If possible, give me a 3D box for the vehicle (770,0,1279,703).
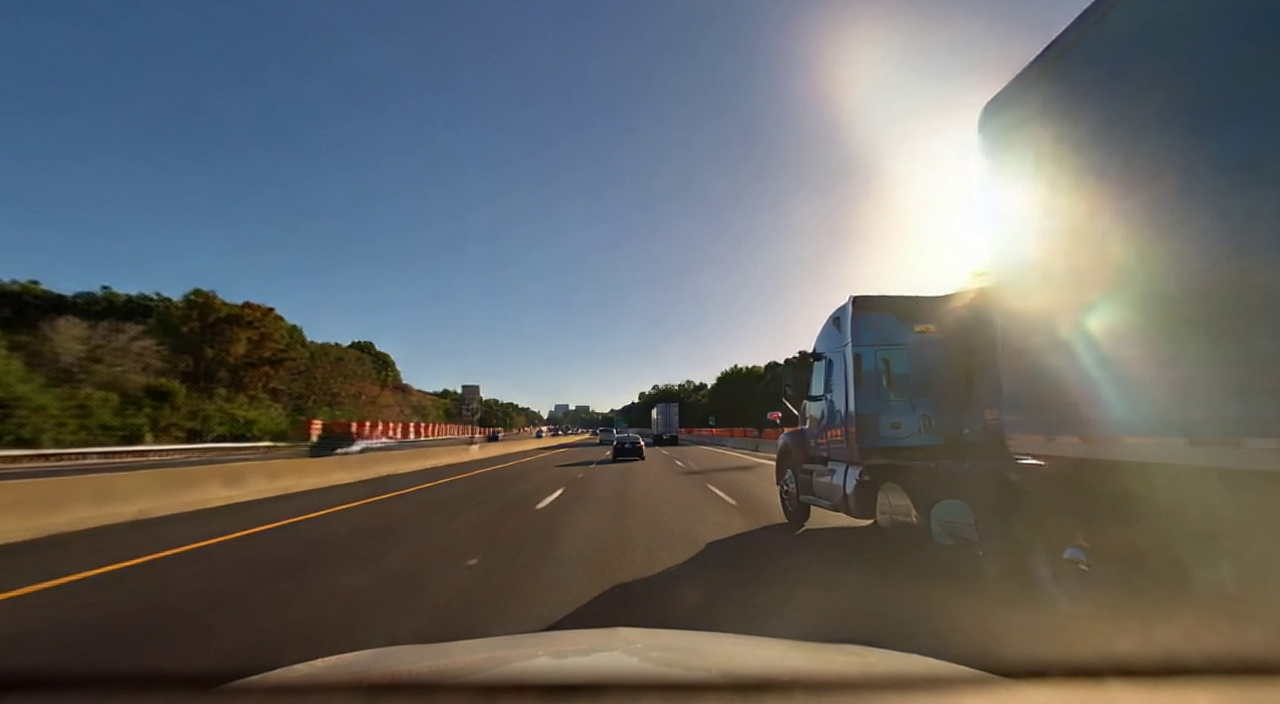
[{"bbox_3d":[3.480,0.021,3.514,2.919,3.634,10.888,0,-8,-2],"label":"vehicle"}]

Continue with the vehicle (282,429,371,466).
[{"bbox_3d":[-12.969,3.964,26.373,1.755,1.440,3.891,0,-7,-1],"label":"vehicle"}]

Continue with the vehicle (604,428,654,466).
[{"bbox_3d":[-0.474,3.896,26.132,1.929,1.469,3.677,0,-7,-1],"label":"vehicle"}]
